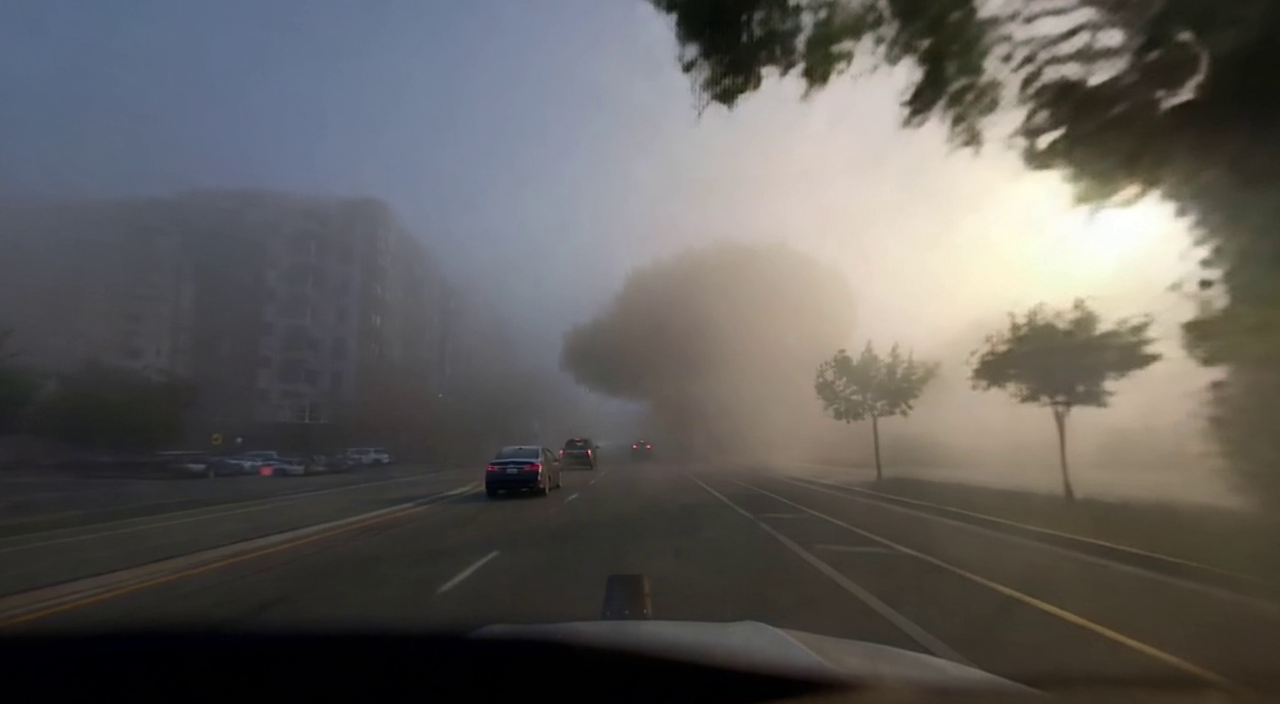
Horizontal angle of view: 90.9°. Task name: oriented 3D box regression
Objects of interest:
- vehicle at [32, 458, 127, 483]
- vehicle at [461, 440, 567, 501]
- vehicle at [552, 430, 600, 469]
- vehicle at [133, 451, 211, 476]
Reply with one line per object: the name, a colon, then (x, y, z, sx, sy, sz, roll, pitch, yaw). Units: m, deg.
vehicle: (-36.893, 7.764, 41.515, 4.456, 1.533, 1.879, 0, -9, 1)
vehicle: (-3.207, 3.119, 17.000, 1.959, 1.406, 4.272, 0, -8, 0)
vehicle: (-3.461, 5.384, 35.012, 2.152, 1.987, 4.527, 0, -8, 1)
vehicle: (-36.942, 8.761, 49.838, 4.402, 1.868, 2.071, 0, -9, -3)
